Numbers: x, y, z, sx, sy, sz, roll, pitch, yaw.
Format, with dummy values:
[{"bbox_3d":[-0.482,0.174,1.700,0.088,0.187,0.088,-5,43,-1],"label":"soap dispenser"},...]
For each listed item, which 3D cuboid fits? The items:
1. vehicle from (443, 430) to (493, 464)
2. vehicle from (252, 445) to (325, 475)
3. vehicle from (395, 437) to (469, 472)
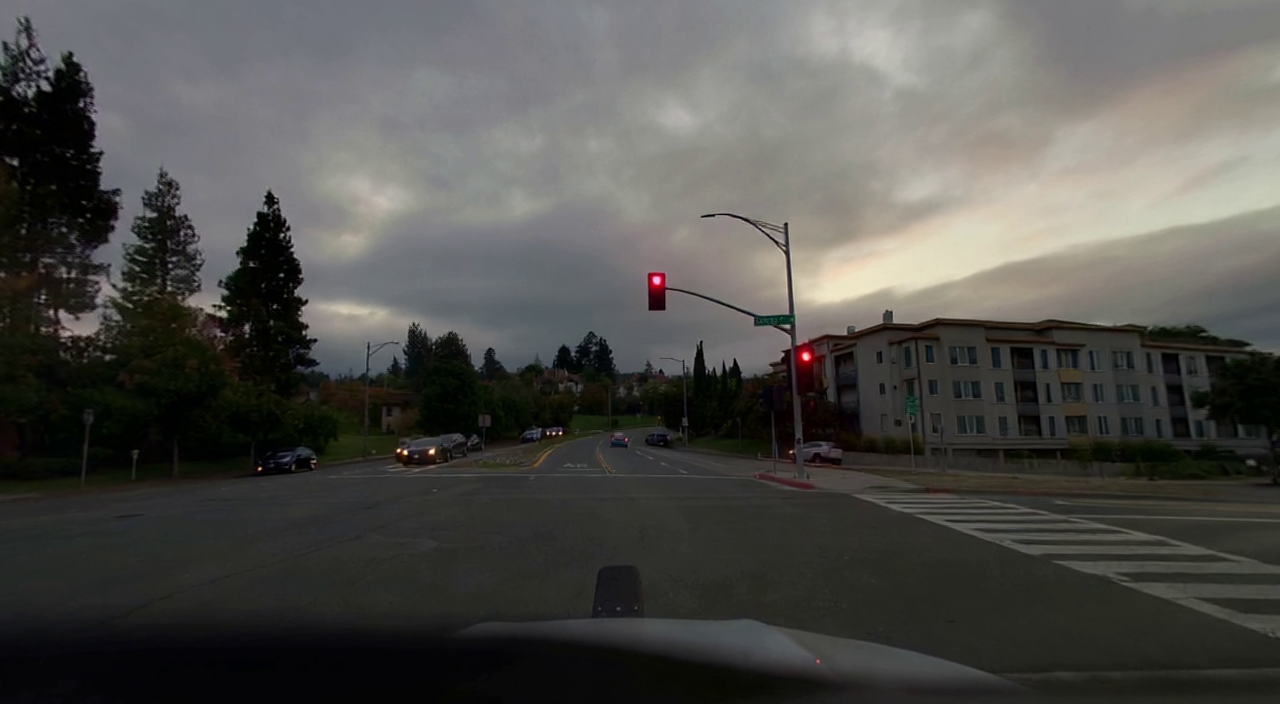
[{"bbox_3d":[-9.783,5.453,36.177,1.910,1.818,4.057,0,-9,-3],"label":"vehicle"},{"bbox_3d":[-21.079,6.468,38.095,1.981,1.628,4.336,0,-9,-1],"label":"vehicle"},{"bbox_3d":[-9.673,4.800,29.788,2.116,1.521,4.294,0,-9,-1],"label":"vehicle"}]
